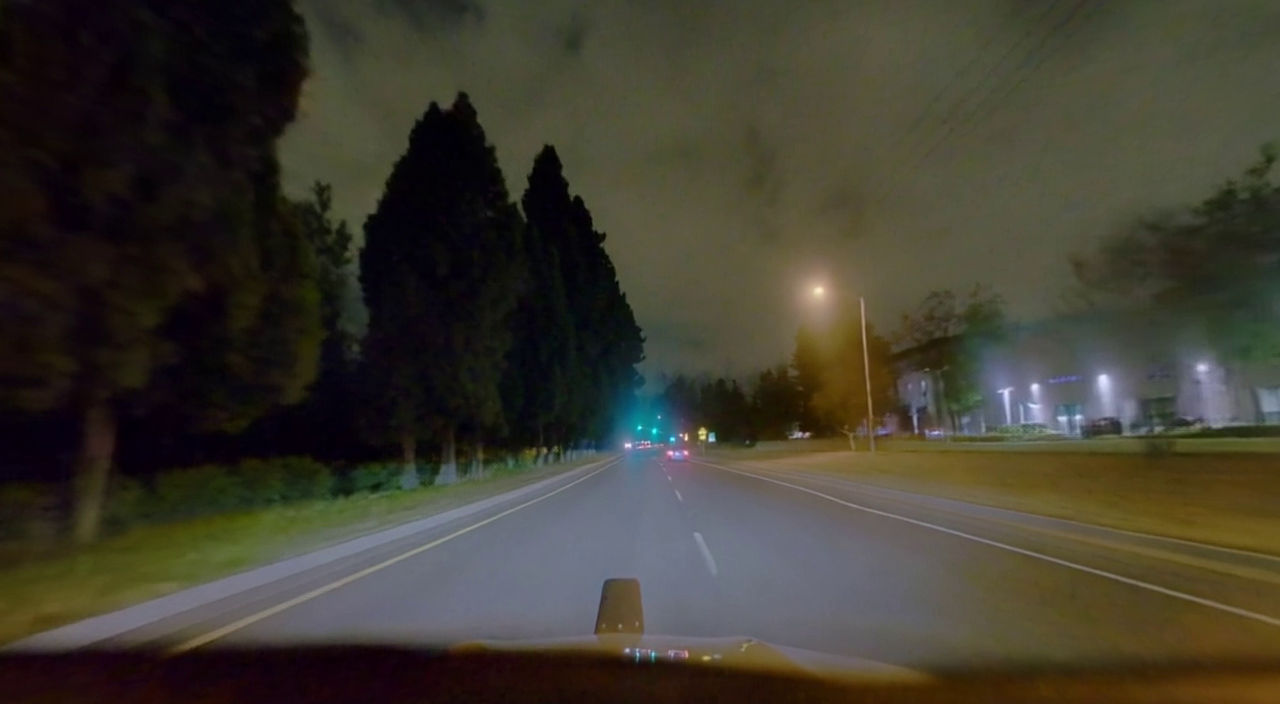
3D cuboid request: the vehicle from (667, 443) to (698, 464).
[{"bbox_3d":[3.146,7.667,47.747,1.925,1.488,4.271,0,-8,-1],"label":"vehicle"}]
